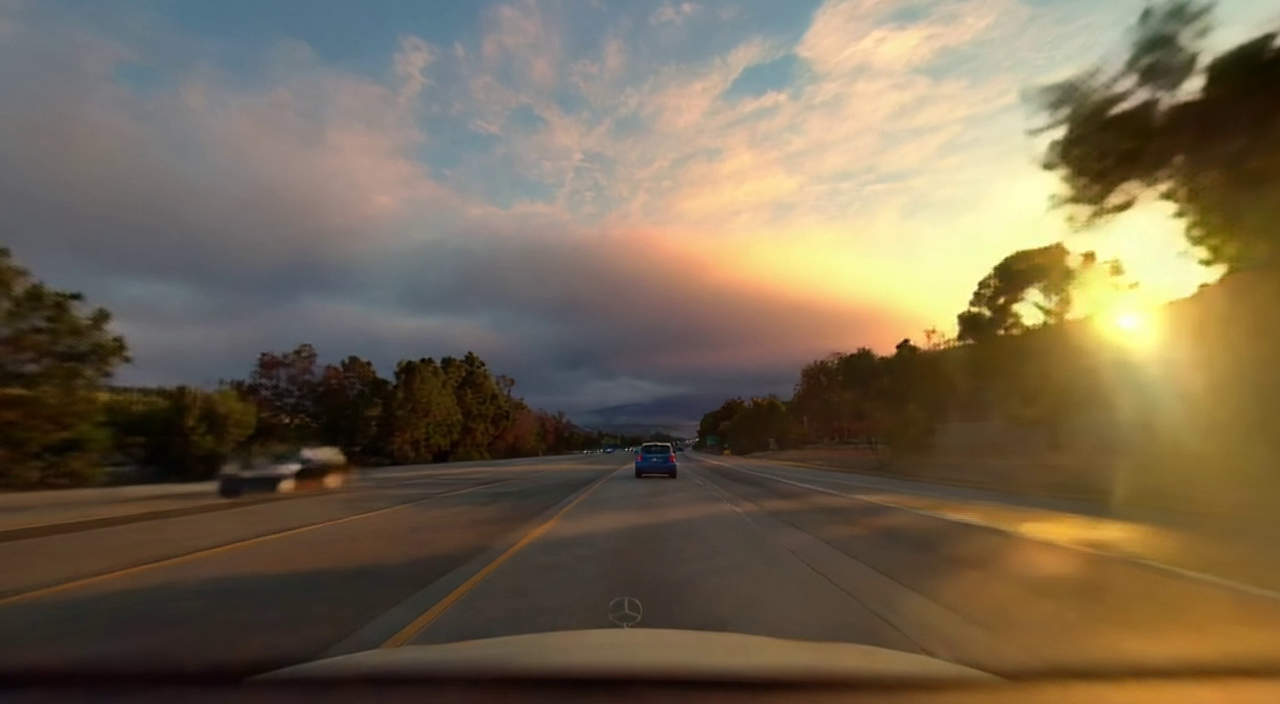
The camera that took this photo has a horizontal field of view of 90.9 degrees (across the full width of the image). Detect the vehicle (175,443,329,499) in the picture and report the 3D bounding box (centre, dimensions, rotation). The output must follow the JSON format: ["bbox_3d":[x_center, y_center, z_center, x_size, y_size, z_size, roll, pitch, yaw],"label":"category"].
[{"bbox_3d":[-11.512,3.533,19.111,1.995,1.478,4.157,0,-9,1],"label":"vehicle"}]

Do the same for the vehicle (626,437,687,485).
[{"bbox_3d":[0.617,4.265,24.794,2.190,1.706,4.062,0,-9,1],"label":"vehicle"}]
